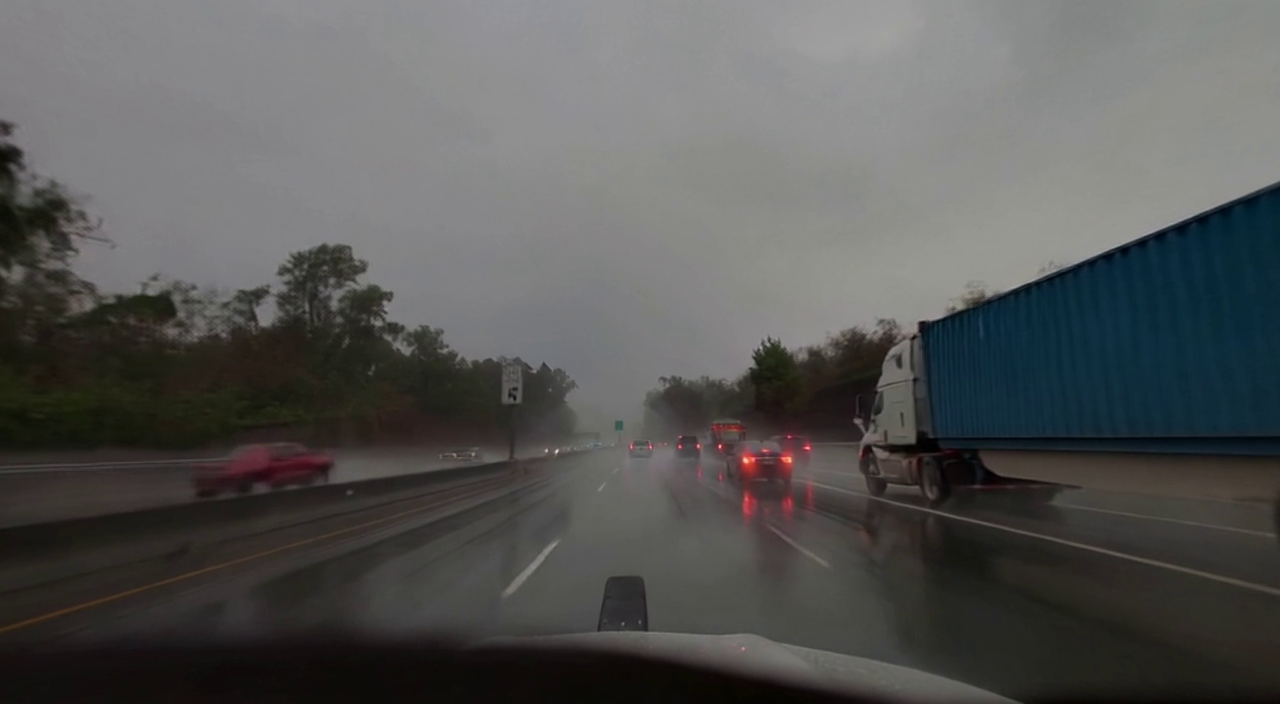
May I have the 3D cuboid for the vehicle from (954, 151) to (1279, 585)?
[{"bbox_3d":[7.303,0.305,6.924,2.752,3.975,9.319,0,-8,0],"label":"vehicle"}]

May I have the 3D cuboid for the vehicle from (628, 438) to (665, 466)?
[{"bbox_3d":[0.428,6.479,40.880,2.313,1.736,4.215,0,-8,1],"label":"vehicle"}]

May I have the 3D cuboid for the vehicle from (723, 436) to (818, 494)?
[{"bbox_3d":[3.751,3.330,18.915,1.888,1.501,4.608,0,-8,0],"label":"vehicle"}]

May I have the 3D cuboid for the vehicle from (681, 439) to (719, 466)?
[{"bbox_3d":[3.918,6.654,41.681,2.084,1.668,4.511,0,-8,0],"label":"vehicle"}]

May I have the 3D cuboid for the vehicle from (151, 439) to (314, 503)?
[{"bbox_3d":[-13.388,3.897,21.108,2.200,1.857,4.748,0,-8,1],"label":"vehicle"}]
